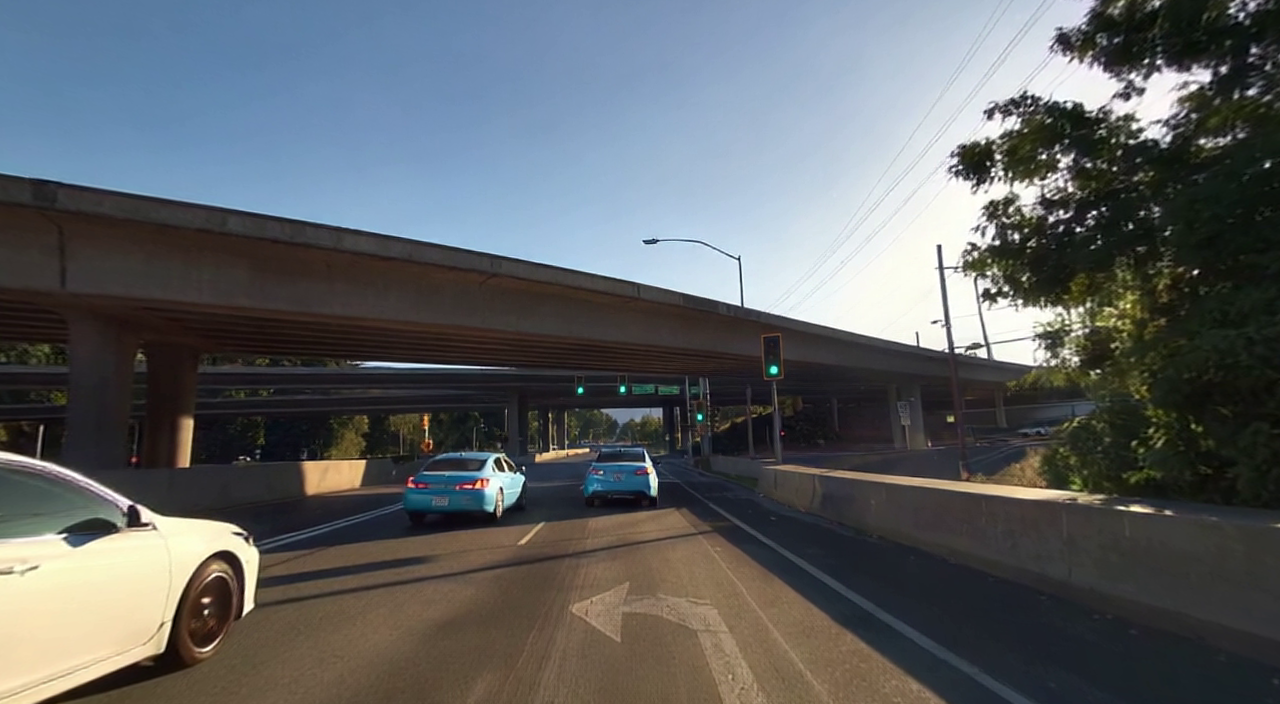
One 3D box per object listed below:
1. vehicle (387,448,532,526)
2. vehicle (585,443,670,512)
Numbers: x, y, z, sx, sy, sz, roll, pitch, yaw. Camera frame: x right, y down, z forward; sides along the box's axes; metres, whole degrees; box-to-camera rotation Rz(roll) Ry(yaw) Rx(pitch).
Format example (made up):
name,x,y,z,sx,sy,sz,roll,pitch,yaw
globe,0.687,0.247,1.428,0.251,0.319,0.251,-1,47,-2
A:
name,x,y,z,sx,sy,sz,roll,pitch,yaw
vehicle,-3.748,2.851,13.975,1.946,1.437,4.154,0,-9,0
vehicle,-0.312,3.208,16.683,1.985,1.565,3.968,0,-9,-1
